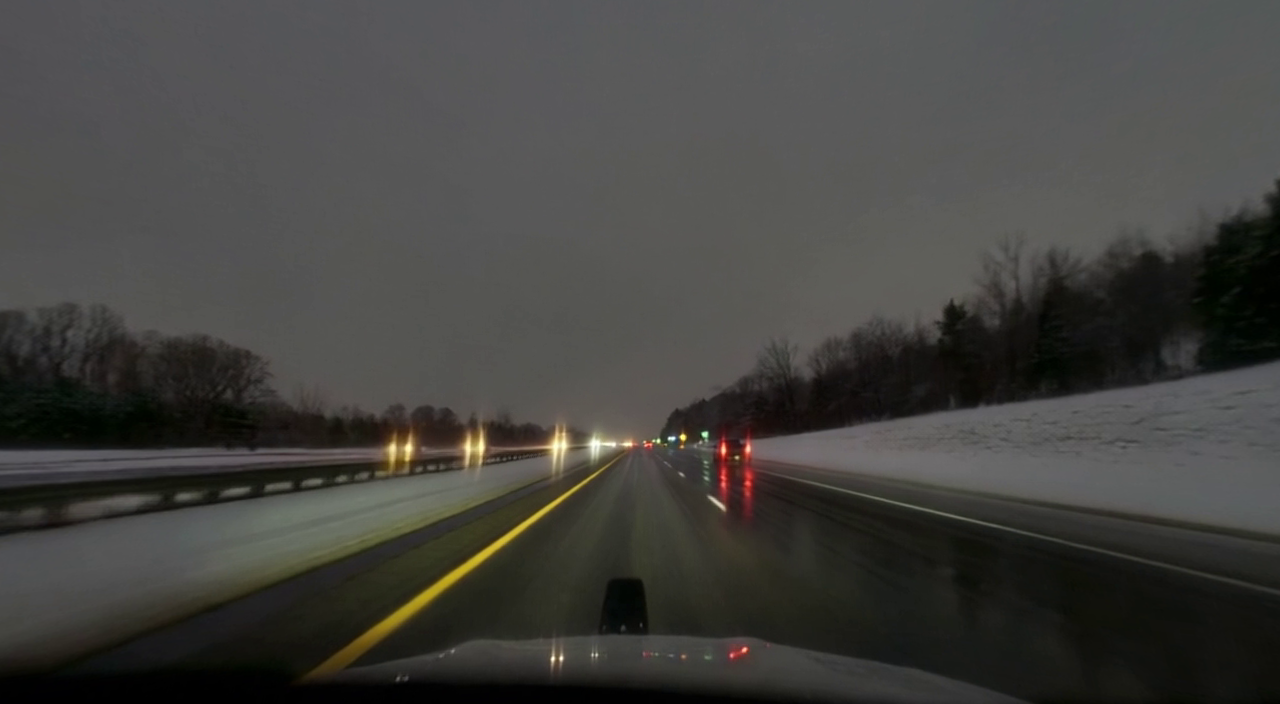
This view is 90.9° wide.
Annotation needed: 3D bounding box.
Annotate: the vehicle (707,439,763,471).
[{"bbox_3d":[4.646,5.113,31.453,2.012,1.476,4.256,0,-8,-1],"label":"vehicle"}]
